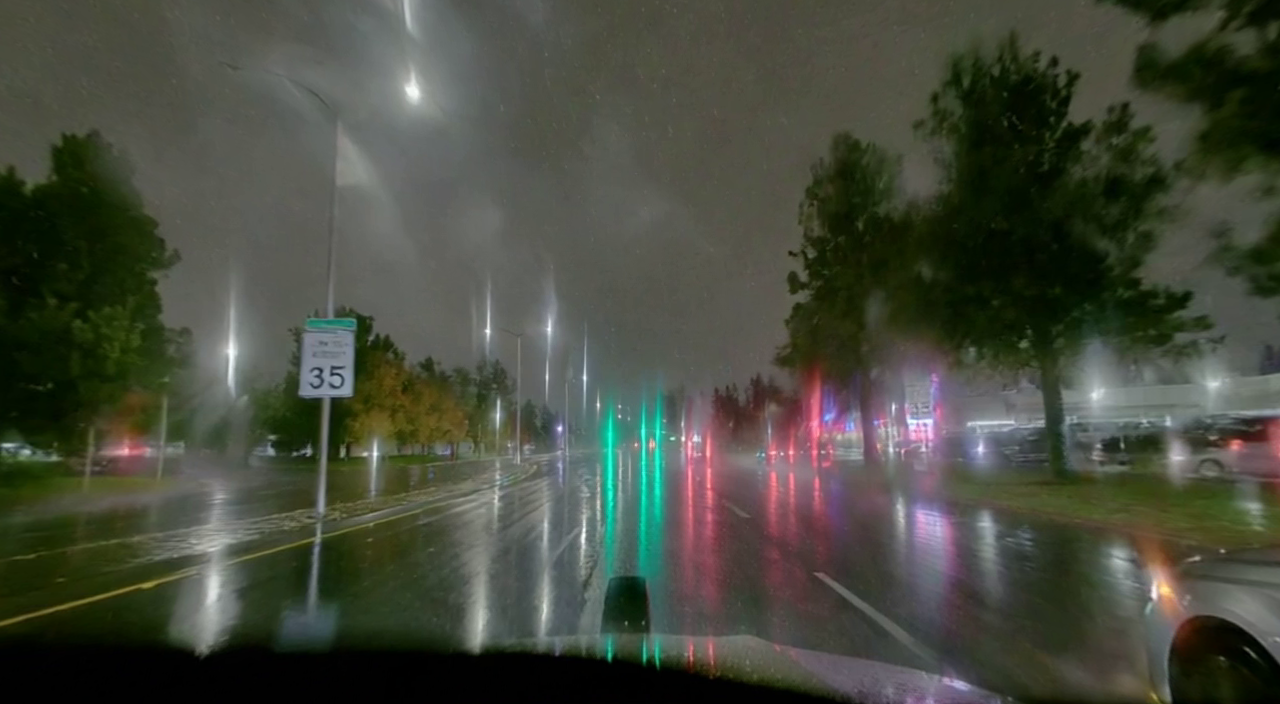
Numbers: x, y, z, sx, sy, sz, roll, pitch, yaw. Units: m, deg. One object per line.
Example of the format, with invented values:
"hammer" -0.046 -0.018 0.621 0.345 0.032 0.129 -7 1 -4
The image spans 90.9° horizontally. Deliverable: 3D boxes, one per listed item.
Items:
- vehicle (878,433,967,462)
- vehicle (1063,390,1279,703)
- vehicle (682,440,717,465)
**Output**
"vehicle" 17.506 5.953 39.225 4.475 1.739 2.151 0 -8 -1
"vehicle" 3.521 0.744 1.318 1.995 1.528 4.732 0 -8 0
"vehicle" 4.178 7.104 44.613 2.007 1.683 4.171 0 -8 -1
